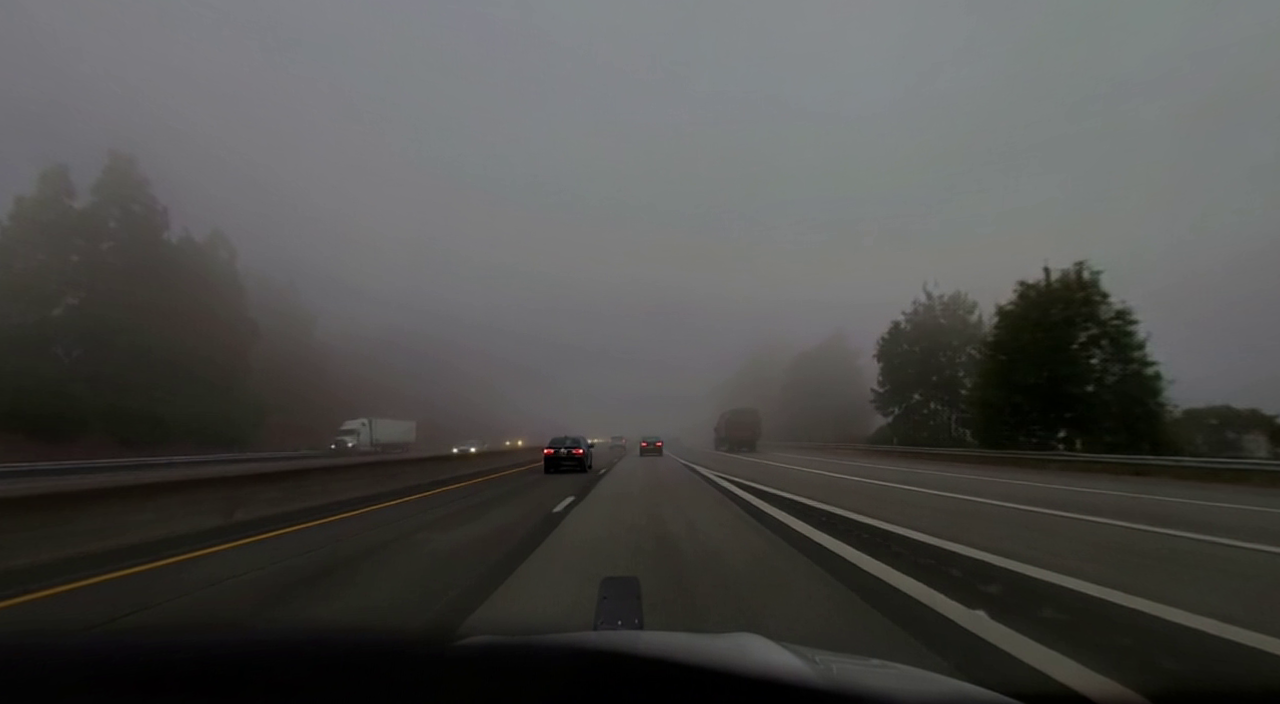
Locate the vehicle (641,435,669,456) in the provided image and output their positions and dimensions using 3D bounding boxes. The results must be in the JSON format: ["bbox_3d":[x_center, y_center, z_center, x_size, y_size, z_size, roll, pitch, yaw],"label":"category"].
[{"bbox_3d":[1.125,7.085,47.921,2.004,1.465,3.842,0,-8,1],"label":"vehicle"}]

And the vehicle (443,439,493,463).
[{"bbox_3d":[-11.270,6.488,41.609,1.881,1.449,4.521,0,-8,1],"label":"vehicle"}]

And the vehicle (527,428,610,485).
[{"bbox_3d":[-2.171,3.304,20.292,2.137,1.618,4.209,0,-8,0],"label":"vehicle"}]
